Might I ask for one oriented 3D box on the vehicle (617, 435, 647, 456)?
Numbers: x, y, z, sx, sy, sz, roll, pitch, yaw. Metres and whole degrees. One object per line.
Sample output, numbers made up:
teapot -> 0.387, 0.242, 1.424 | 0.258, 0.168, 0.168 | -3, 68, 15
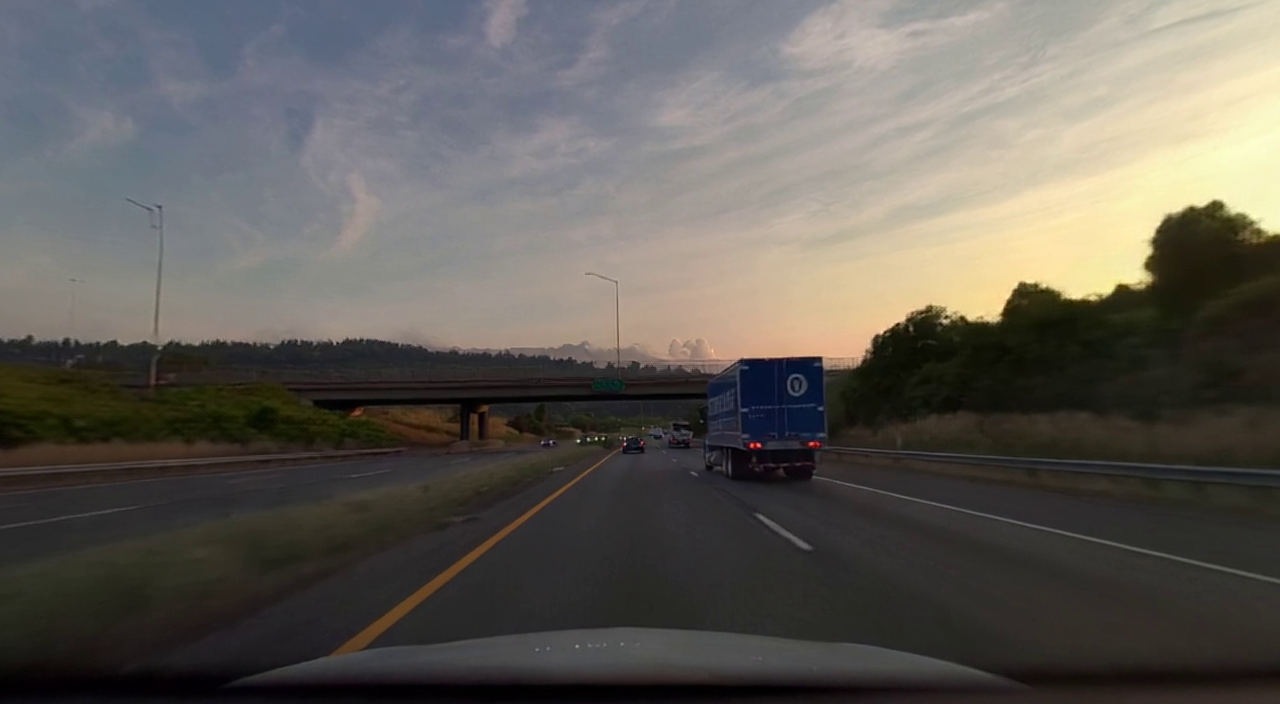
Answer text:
vehicle -> -0.555, 6.457, 43.703 | 1.996, 1.325, 4.029 | 0, -7, 0

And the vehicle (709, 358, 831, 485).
vehicle -> 3.748, 2.080, 18.878 | 2.913, 3.491, 2.811 | 0, -7, -1
